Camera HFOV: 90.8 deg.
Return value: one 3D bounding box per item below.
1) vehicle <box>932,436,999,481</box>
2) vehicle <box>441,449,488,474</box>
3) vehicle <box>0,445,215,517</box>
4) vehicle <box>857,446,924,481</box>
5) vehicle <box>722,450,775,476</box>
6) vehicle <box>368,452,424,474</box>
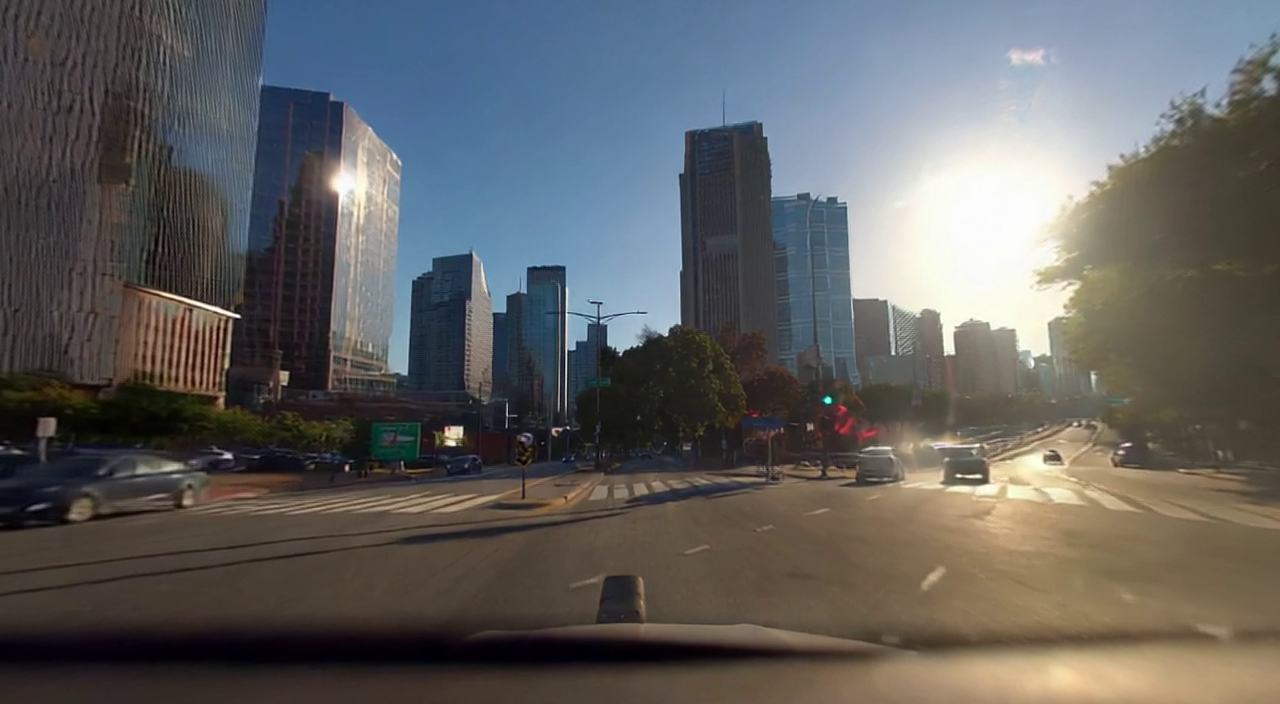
[{"bbox_3d":[15.084,4.856,29.119,2.232,1.814,5.285,-5,-10,31],"label":"vehicle"},{"bbox_3d":[-13.082,8.179,47.443,1.979,1.727,4.489,-1,-9,4],"label":"vehicle"},{"bbox_3d":[-14.557,3.435,17.476,2.161,1.681,4.743,0,-9,1],"label":"vehicle"},{"bbox_3d":[11.929,5.214,29.910,2.023,1.527,5.016,-5,-10,31],"label":"vehicle"},{"bbox_3d":[6.763,6.992,39.914,2.675,1.452,4.213,-1,-8,1],"label":"vehicle"},{"bbox_3d":[-18.411,8.345,47.890,2.448,1.407,4.308,2,-8,1],"label":"vehicle"}]
